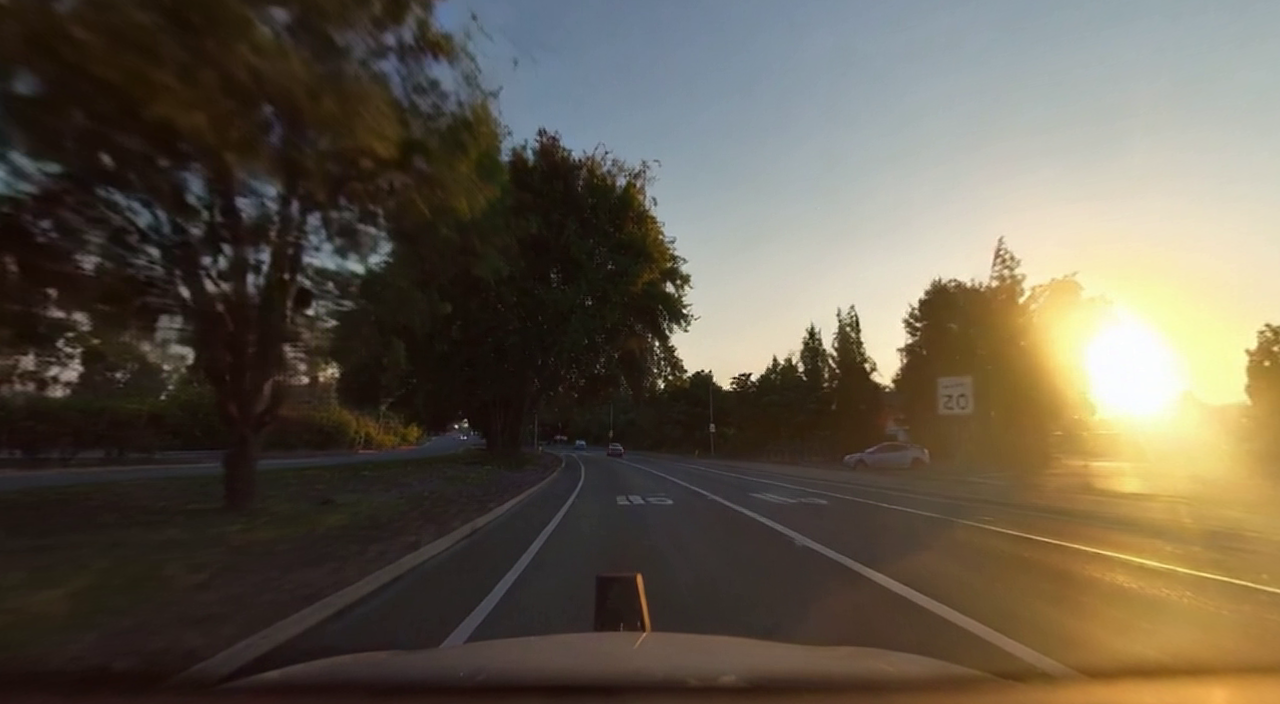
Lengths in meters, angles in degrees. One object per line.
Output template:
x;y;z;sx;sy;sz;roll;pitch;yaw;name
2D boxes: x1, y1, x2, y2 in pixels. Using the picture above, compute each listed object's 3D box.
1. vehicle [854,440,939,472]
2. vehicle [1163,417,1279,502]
15.683;6.365;38.741;4.457;1.724;1.871;3;-9;-2;vehicle
23.821;4.228;25.206;2.236;2.968;6.014;-3;-9;18;vehicle
